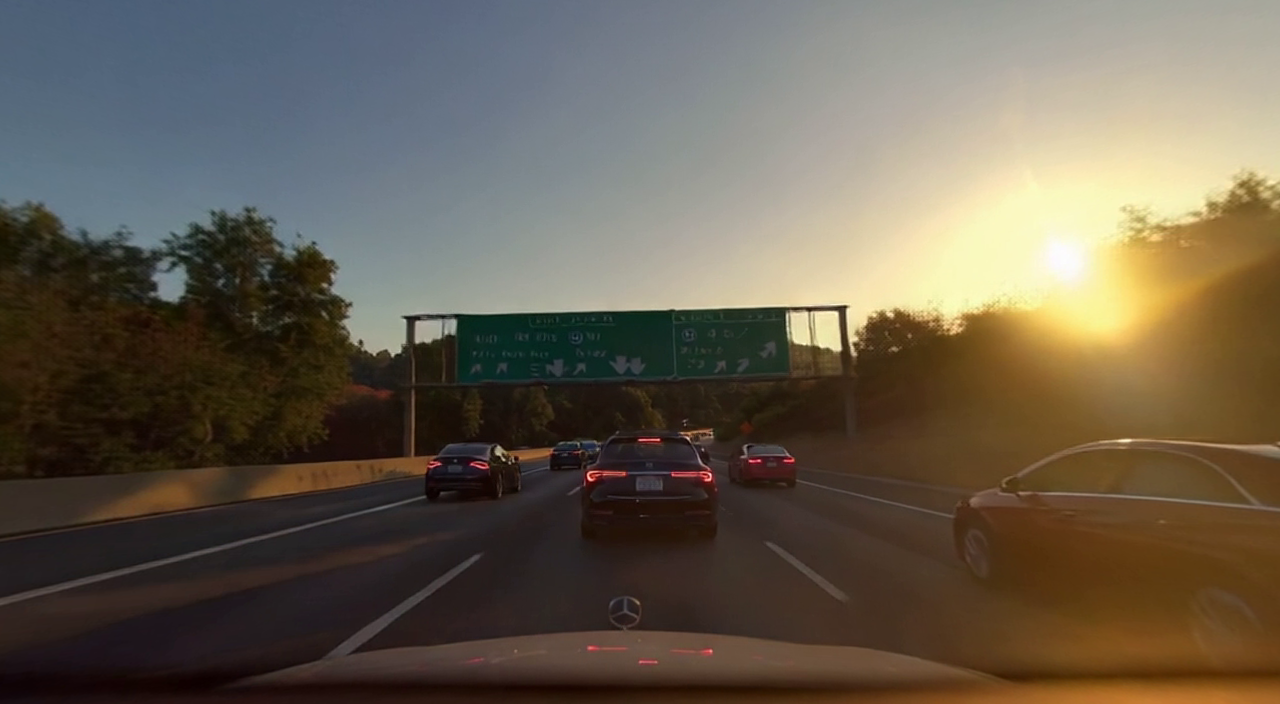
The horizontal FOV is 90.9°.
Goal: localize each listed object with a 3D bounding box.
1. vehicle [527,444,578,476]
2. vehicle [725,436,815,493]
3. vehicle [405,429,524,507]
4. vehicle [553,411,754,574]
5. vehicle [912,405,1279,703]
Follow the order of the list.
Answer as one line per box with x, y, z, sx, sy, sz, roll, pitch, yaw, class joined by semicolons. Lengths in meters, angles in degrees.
-4.211;5.285;30.934;1.910;1.468;3.781;0;-9;1;vehicle
3.921;3.468;19.714;1.905;1.590;3.746;0;-9;-2;vehicle
-4.235;2.867;15.923;1.890;1.708;3.844;0;-9;0;vehicle
0.119;1.765;8.563;2.093;1.695;3.782;0;-9;-1;vehicle
3.676;1.136;3.872;1.953;1.434;4.511;0;-9;0;vehicle
